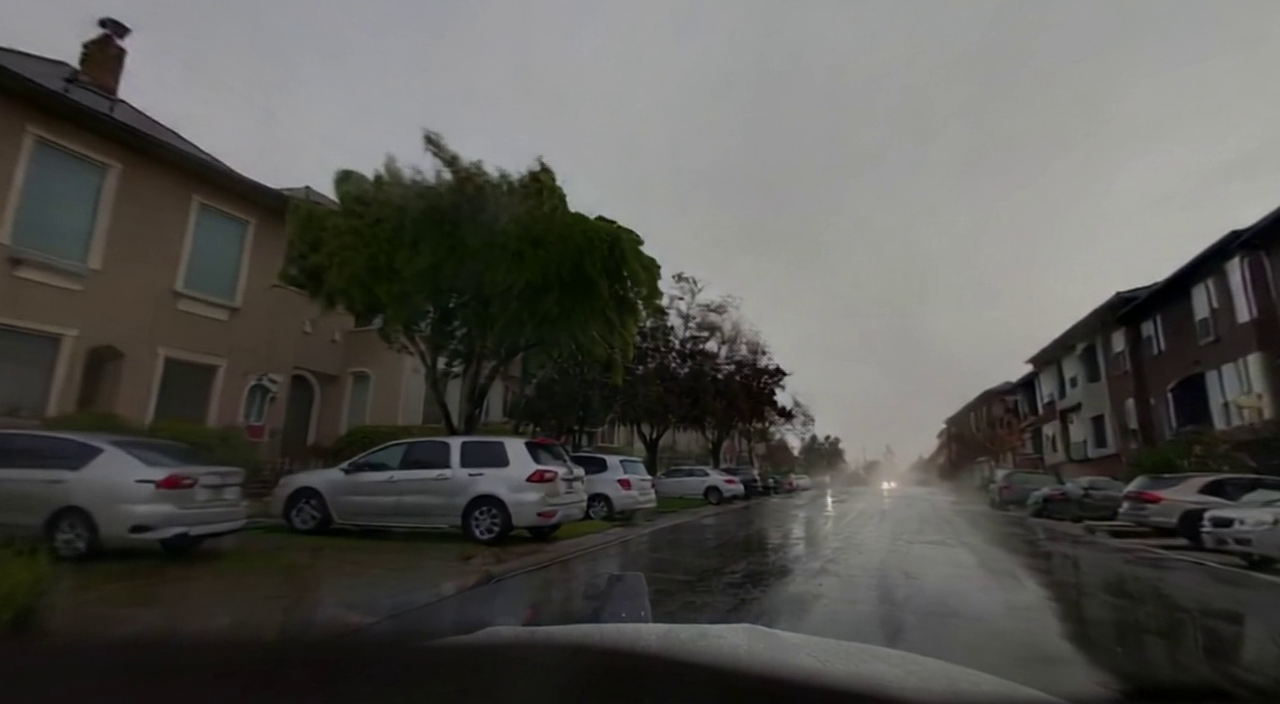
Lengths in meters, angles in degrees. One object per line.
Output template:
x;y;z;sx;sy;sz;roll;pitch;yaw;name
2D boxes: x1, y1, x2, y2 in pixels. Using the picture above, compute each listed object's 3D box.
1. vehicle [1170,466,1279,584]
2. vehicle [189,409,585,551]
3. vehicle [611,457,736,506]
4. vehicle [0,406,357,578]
10.730;2.408;8.821;4.573;1.502;1.926;-3;-9;20;vehicle
-3.828;2.034;10.561;5.514;1.976;2.153;2;-9;-13;vehicle
1.267;4.969;24.476;4.450;1.707;1.902;2;-9;-15;vehicle
-6.009;1.519;7.231;4.648;1.659;1.897;2;-9;-11;vehicle
